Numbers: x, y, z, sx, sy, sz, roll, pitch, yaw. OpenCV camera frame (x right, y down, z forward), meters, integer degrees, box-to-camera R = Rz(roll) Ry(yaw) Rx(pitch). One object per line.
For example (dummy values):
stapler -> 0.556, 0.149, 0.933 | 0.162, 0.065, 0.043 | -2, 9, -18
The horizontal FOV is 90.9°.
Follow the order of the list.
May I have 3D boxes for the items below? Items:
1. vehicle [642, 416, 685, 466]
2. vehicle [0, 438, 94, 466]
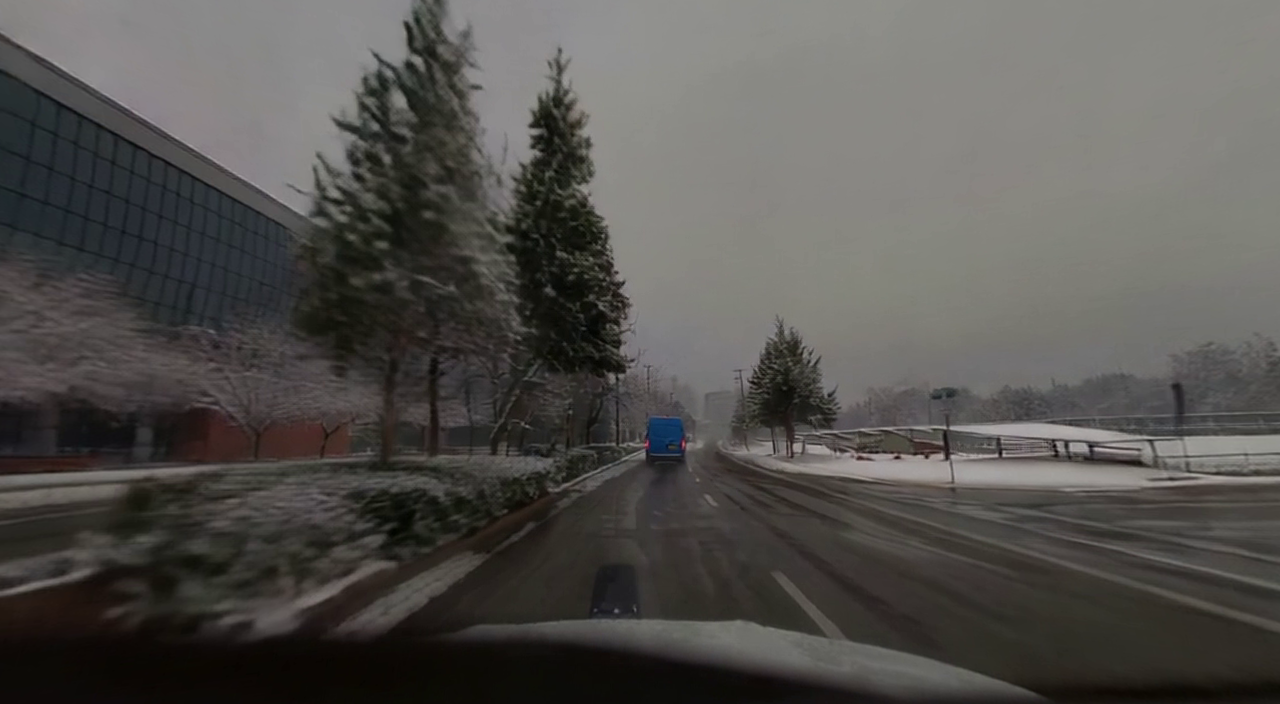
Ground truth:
vehicle -> 1.507, 5.424, 38.412 | 2.435, 2.816, 5.232 | 0, -8, 3
vehicle -> -42.194, 6.984, 44.383 | 1.906, 1.850, 5.120 | -5, -9, 32
